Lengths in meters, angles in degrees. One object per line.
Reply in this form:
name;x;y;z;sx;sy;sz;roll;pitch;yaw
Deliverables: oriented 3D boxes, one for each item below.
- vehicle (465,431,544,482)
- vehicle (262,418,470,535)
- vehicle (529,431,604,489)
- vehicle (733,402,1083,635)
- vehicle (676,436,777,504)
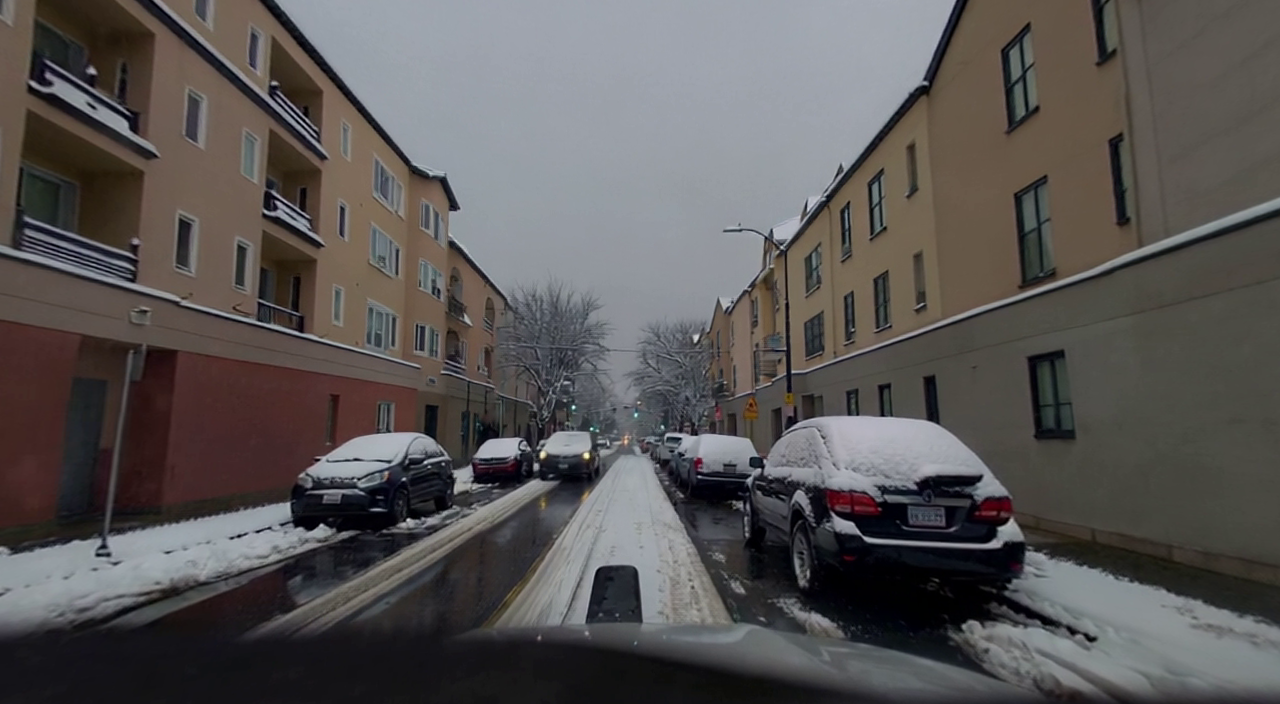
vehicle;-4.840;3.793;23.007;1.942;1.521;3.761;5;-9;0
vehicle;-4.542;2.151;11.321;1.883;1.499;4.426;6;-10;-3
vehicle;-2.071;3.126;18.648;1.845;1.544;3.388;0;-8;0
vehicle;2.257;1.479;6.620;1.839;1.678;3.918;0;-8;-2
vehicle;2.005;2.863;15.893;1.786;1.447;4.314;0;-8;-2
